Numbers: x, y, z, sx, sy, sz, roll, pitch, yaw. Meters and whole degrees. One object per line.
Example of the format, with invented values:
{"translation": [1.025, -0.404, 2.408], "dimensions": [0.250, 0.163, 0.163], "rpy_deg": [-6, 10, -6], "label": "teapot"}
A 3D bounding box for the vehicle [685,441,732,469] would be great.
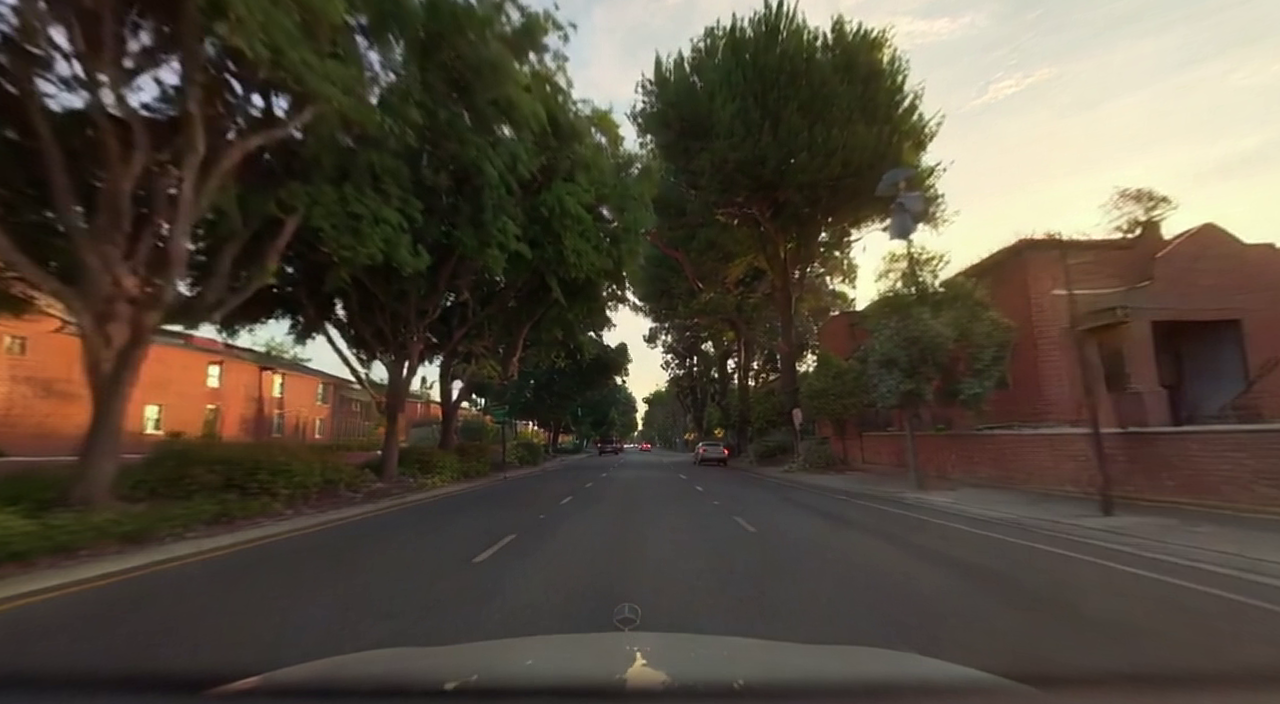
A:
{"translation": [4.044, 6.183, 37.980], "dimensions": [2.237, 1.578, 4.621], "rpy_deg": [0, -8, -1], "label": "vehicle"}
